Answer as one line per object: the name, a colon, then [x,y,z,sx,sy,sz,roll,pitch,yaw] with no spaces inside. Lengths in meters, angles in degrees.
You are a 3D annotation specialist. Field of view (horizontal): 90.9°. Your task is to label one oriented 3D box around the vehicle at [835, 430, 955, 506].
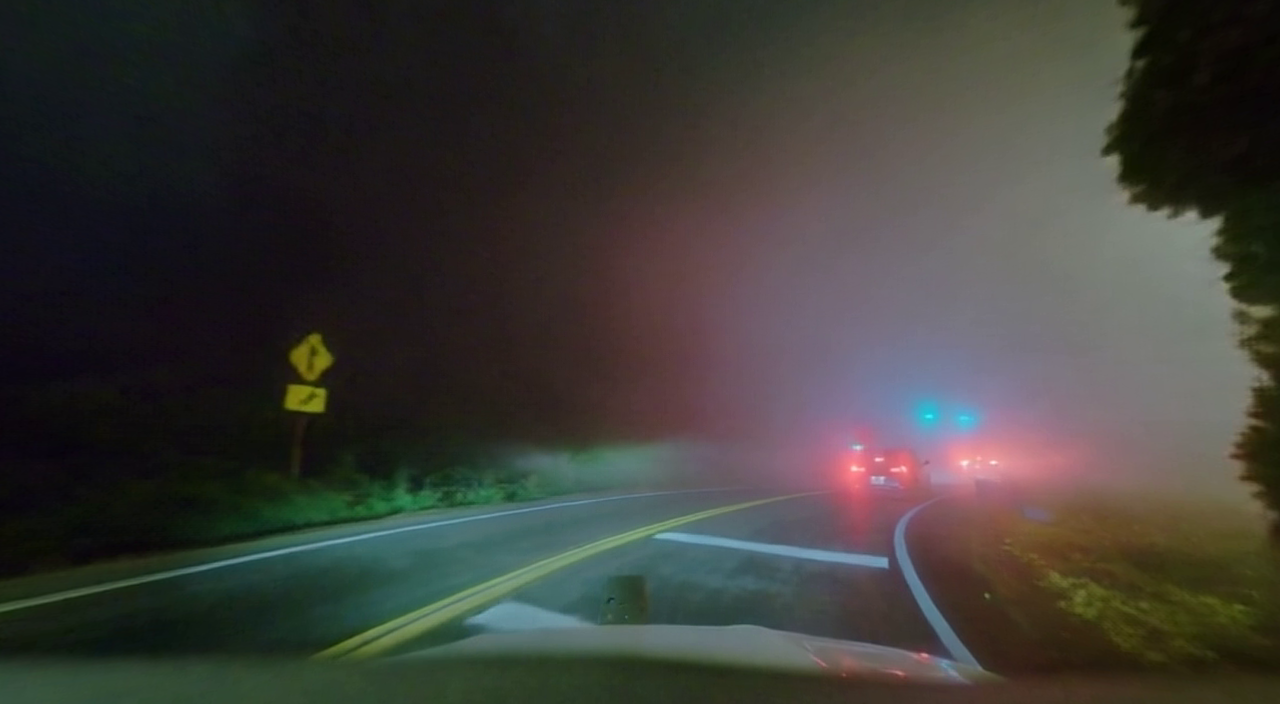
vehicle: [8.116,3.497,19.673,2.500,1.961,5.637,-4,-10,31]
